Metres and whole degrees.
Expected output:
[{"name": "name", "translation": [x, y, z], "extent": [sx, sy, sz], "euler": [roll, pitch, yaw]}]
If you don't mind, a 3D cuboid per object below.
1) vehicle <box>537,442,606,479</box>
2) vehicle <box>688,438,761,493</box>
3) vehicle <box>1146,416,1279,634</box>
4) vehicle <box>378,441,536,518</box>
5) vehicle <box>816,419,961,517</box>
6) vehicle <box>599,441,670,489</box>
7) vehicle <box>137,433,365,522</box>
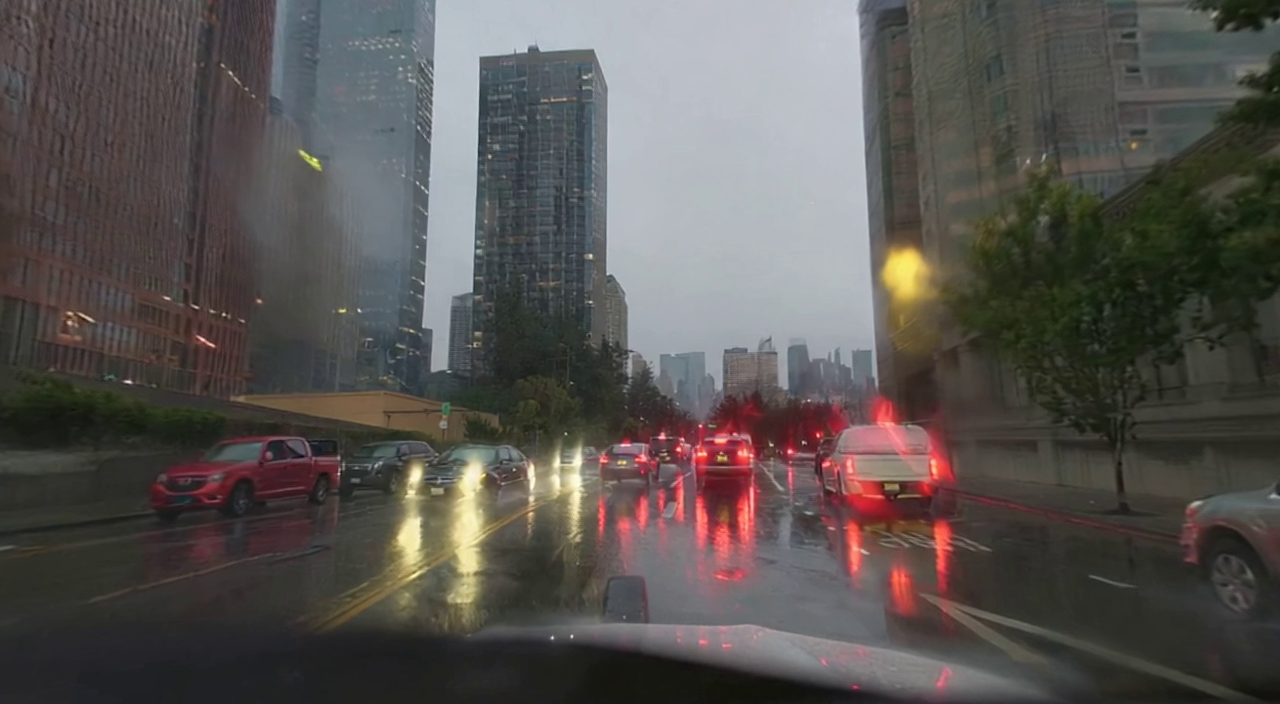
[{"name": "vehicle", "translation": [-3.063, 5.006, 29.287], "extent": [2.086, 1.565, 4.281], "euler": [-2, -9, 9]}, {"name": "vehicle", "translation": [2.656, 3.435, 19.486], "extent": [1.982, 1.510, 4.144], "euler": [-1, -8, 9]}, {"name": "vehicle", "translation": [5.216, 1.029, 3.242], "extent": [2.028, 1.487, 4.640], "euler": [-2, -9, 11]}, {"name": "vehicle", "translation": [-3.978, 2.843, 14.730], "extent": [2.028, 1.478, 4.682], "euler": [-1, -8, 4]}, {"name": "vehicle", "translation": [5.230, 2.470, 13.971], "extent": [2.088, 1.775, 4.454], "euler": [-2, -9, 10]}, {"name": "vehicle", "translation": [-0.094, 3.801, 21.590], "extent": [2.031, 1.461, 3.763], "euler": [-1, -8, 6]}, {"name": "vehicle", "translation": [-9.444, 3.046, 16.009], "extent": [2.070, 1.854, 4.985], "euler": [-2, -8, 9]}]
